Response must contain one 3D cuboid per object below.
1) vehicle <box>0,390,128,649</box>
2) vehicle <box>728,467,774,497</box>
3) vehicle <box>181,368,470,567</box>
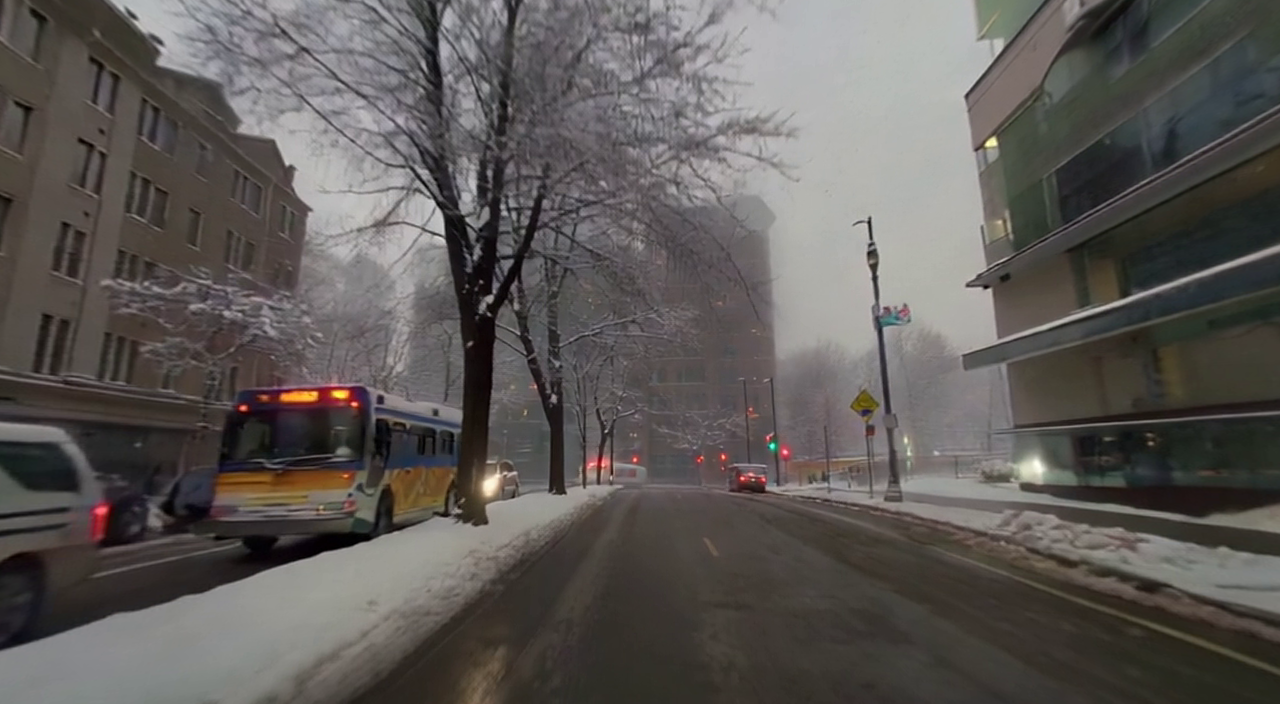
[{"bbox_3d":[-5.640,1.022,3.301,1.988,1.855,4.599,0,-9,1],"label":"vehicle"},{"bbox_3d":[6.430,7.585,37.065,1.888,1.536,4.381,0,-9,-1],"label":"vehicle"},{"bbox_3d":[-5.086,2.007,11.599,2.268,2.708,5.699,0,-9,1],"label":"vehicle"}]
